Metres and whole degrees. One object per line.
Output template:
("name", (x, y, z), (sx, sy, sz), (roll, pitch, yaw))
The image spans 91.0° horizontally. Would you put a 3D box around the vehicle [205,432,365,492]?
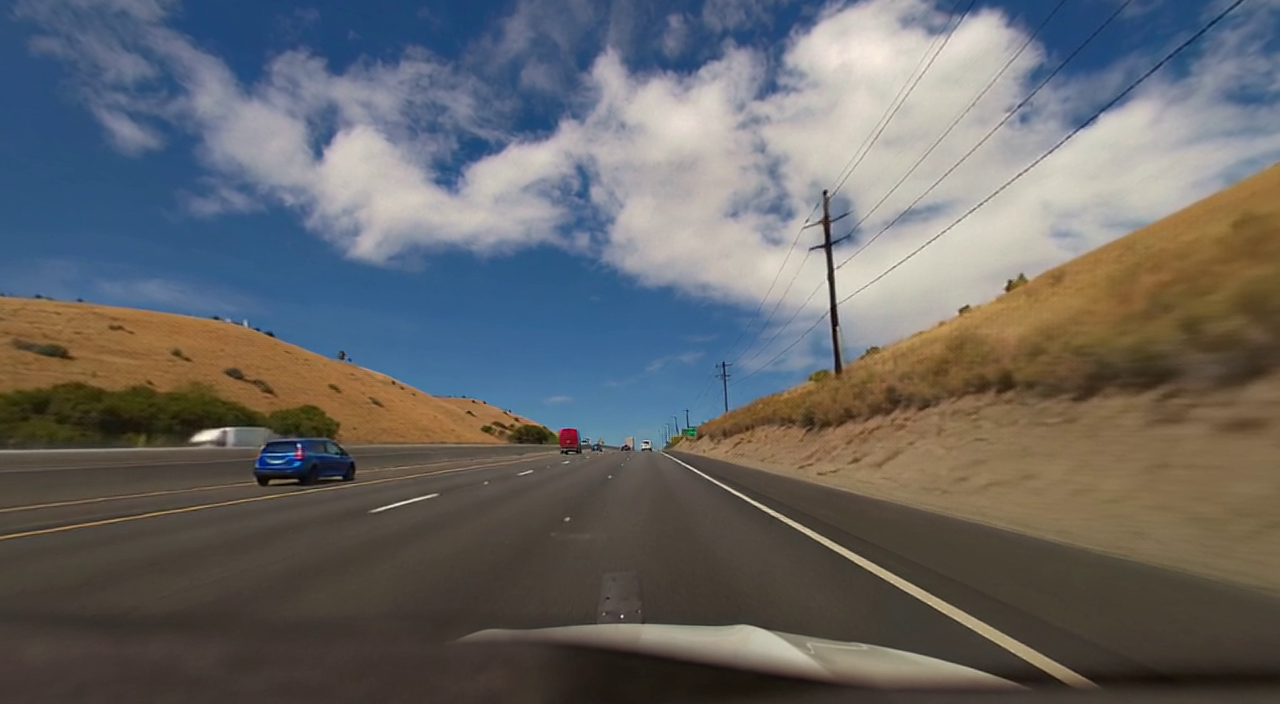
("vehicle", (-10.482, 3.278, 19.150), (1.971, 1.558, 4.847), (1, -8, 1))
